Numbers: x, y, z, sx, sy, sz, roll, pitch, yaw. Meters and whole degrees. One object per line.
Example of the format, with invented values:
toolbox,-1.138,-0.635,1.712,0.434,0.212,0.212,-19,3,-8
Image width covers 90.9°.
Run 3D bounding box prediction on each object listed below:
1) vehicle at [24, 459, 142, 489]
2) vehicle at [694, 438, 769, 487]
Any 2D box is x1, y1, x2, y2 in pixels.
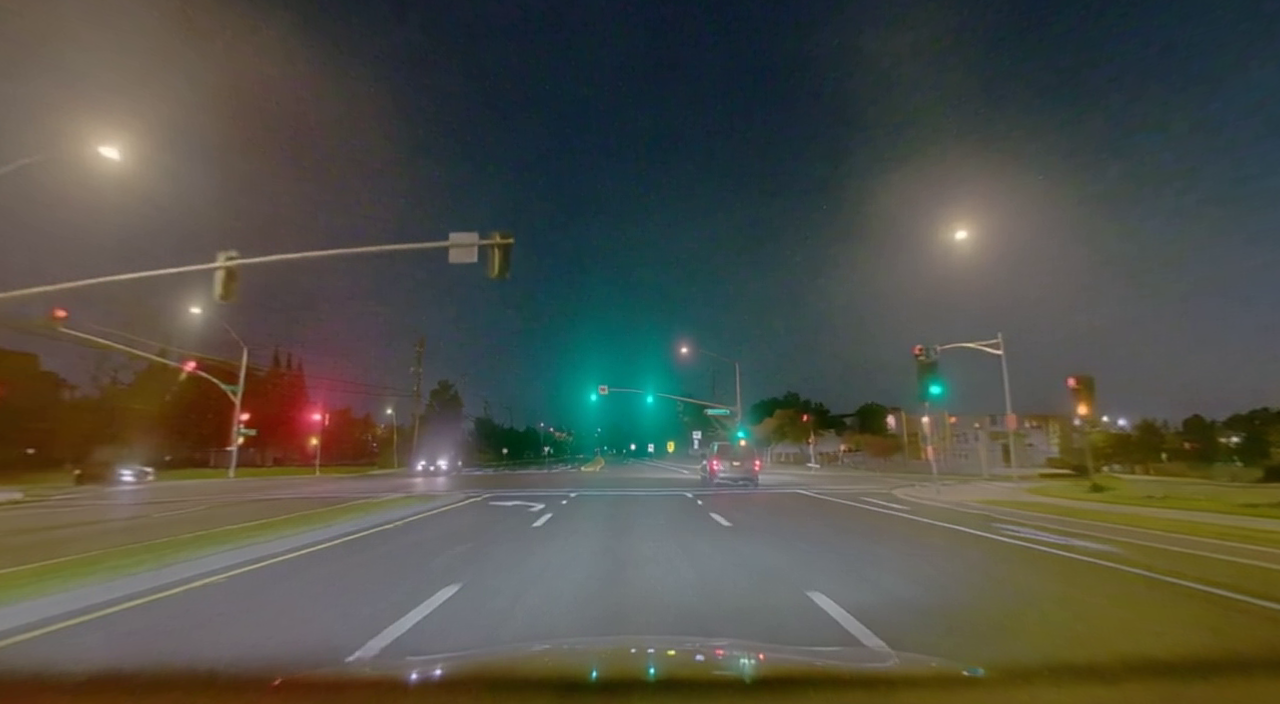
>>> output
vehicle,-29.972,6.537,34.022,4.447,1.499,1.984,0,-8,-1
vehicle,3.561,4.393,25.400,2.240,1.781,4.433,0,-8,-2
